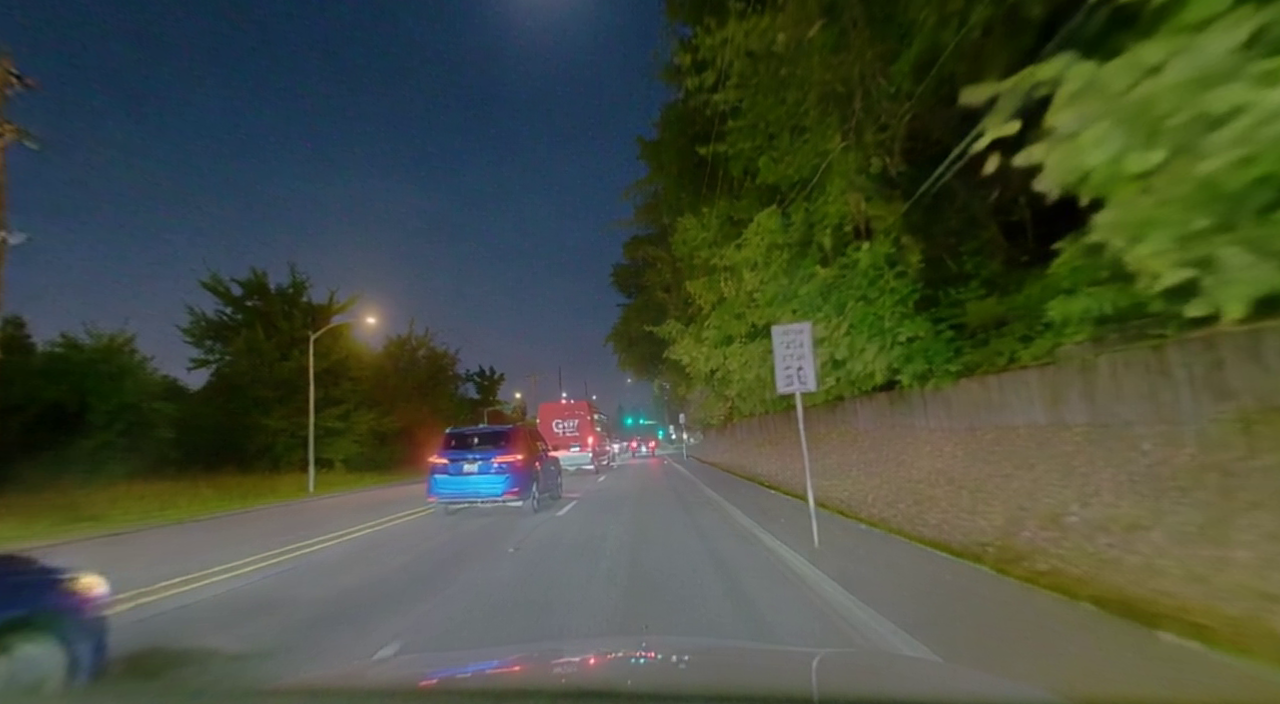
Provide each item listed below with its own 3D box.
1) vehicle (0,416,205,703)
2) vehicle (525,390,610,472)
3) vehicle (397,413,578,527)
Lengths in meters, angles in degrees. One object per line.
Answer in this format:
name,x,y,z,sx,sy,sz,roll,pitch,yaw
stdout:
vehicle,-3.336,0.780,0.954,1.966,1.466,4.699,0,-8,1
vehicle,-3.051,3.769,29.260,2.818,3.181,9.114,0,-8,0
vehicle,-2.743,2.316,13.001,2.187,1.821,5.501,-1,-8,2
